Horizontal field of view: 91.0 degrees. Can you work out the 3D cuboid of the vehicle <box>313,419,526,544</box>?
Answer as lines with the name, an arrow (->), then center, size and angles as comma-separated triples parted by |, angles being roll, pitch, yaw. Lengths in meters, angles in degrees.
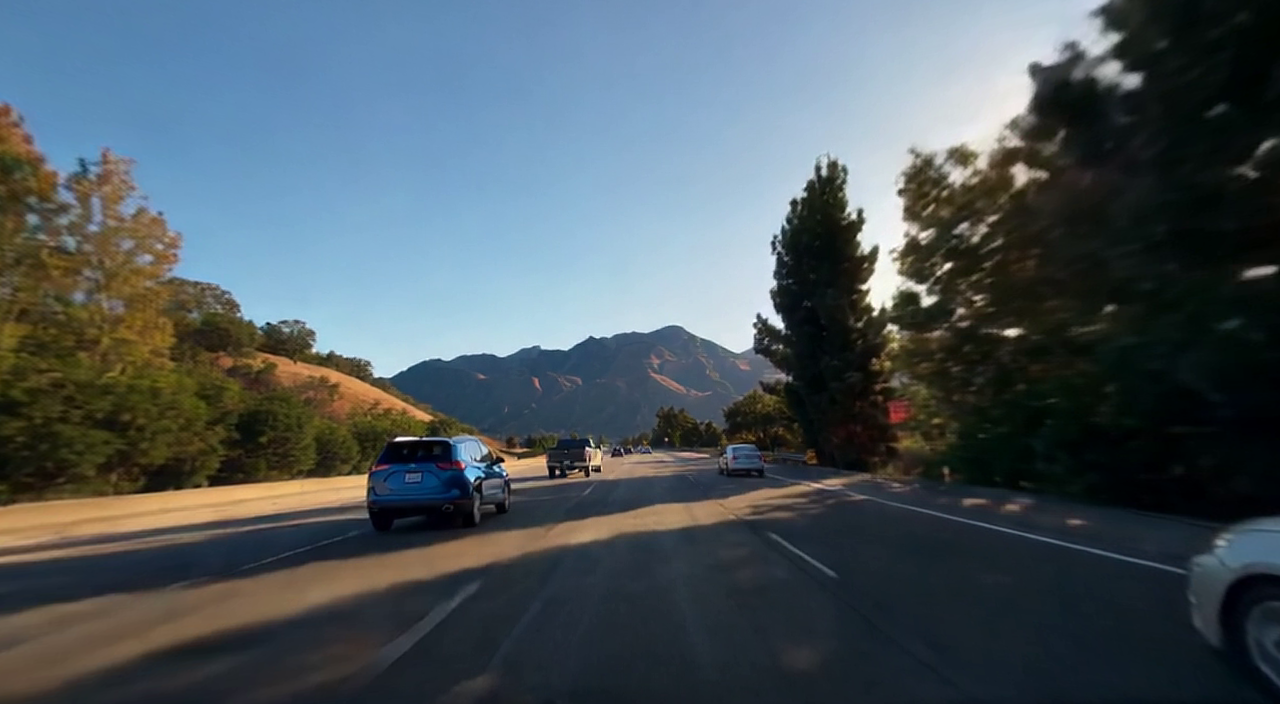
vehicle -> -3.450, 2.103, 10.905 | 2.080, 1.716, 4.207 | 0, -8, 1

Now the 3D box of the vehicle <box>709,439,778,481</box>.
vehicle -> 4.192, 4.429, 26.240 | 2.071, 1.570, 4.637 | 0, -8, 0

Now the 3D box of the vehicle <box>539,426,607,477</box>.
vehicle -> -3.005, 4.635, 29.666 | 2.494, 2.136, 5.539 | 0, -8, 1

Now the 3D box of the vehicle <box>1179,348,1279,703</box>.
vehicle -> 3.992, 0.575, 1.075 | 2.066, 1.696, 4.604 | 0, -8, 1
